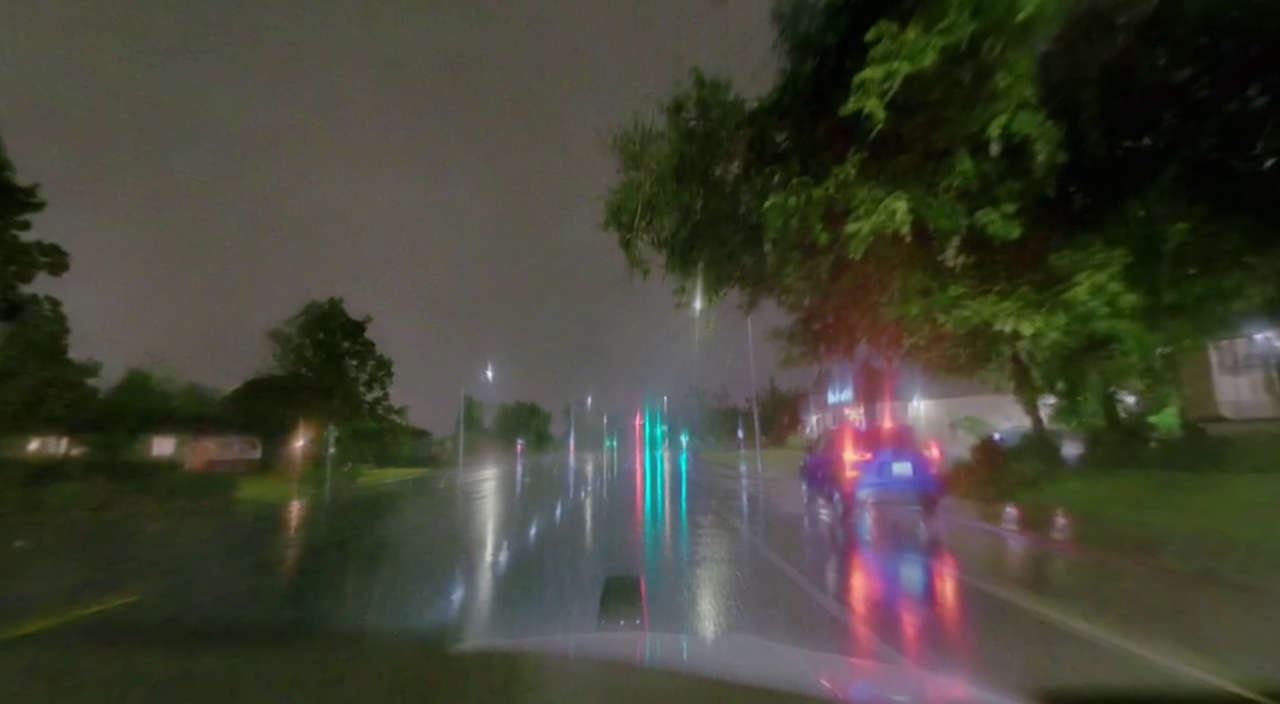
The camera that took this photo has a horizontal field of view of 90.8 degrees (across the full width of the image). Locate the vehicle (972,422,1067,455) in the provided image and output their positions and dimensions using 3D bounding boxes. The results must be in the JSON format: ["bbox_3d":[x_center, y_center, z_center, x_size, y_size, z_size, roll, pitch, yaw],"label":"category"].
[{"bbox_3d":[18.564,4.299,31.177,1.826,1.492,4.417,0,-9,-2],"label":"vehicle"}]

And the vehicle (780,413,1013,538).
[{"bbox_3d":[4.324,2.183,11.707,2.228,1.814,4.576,0,-9,-2],"label":"vehicle"}]
